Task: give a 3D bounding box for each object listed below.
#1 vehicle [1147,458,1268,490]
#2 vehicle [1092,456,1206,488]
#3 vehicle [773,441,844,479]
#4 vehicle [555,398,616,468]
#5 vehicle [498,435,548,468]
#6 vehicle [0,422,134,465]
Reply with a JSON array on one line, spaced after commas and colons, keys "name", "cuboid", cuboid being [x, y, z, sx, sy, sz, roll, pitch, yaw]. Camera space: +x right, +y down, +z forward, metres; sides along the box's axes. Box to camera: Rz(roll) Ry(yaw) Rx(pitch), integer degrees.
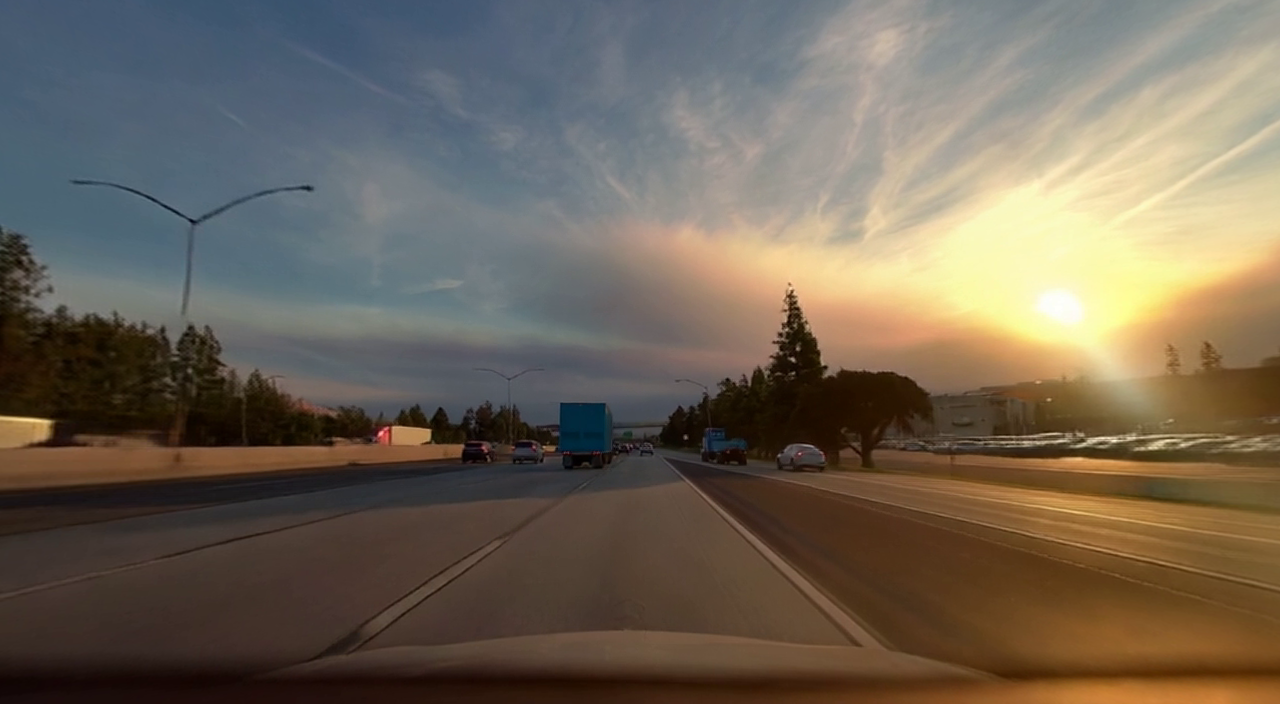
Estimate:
[{"name": "vehicle", "cuboid": [28.339, 6.094, 31.601, 4.298, 1.453, 1.877, 0, -8, -2]}, {"name": "vehicle", "cuboid": [27.934, 6.558, 34.684, 4.569, 1.449, 2.013, -2, -8, -3]}, {"name": "vehicle", "cuboid": [8.262, 5.324, 31.364, 2.083, 1.706, 4.129, 1, -8, -5]}, {"name": "vehicle", "cuboid": [-3.359, 5.599, 42.772, 2.905, 4.037, 12.921, 0, -8, 1]}, {"name": "vehicle", "cuboid": [-6.915, 5.940, 37.870, 2.058, 1.840, 4.443, 0, -8, 1]}, {"name": "vehicle", "cuboid": [-36.666, 5.800, 40.071, 2.598, 2.463, 7.577, 0, -8, 1]}]
